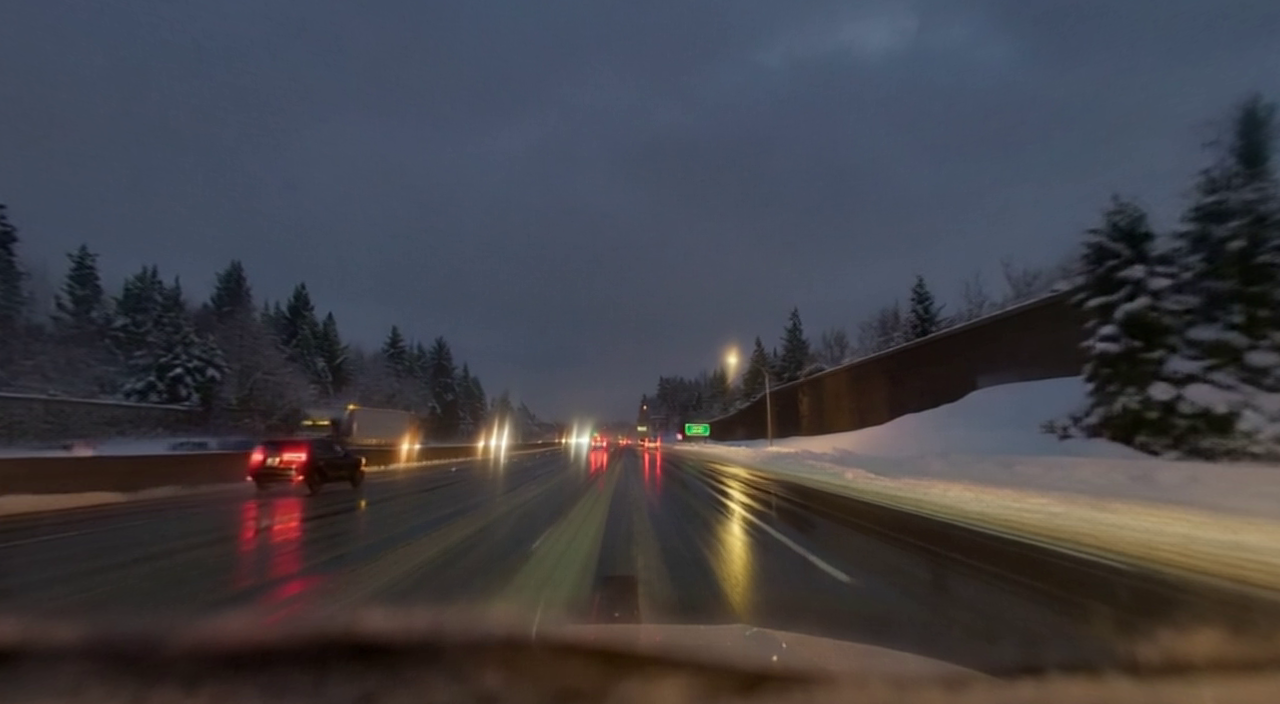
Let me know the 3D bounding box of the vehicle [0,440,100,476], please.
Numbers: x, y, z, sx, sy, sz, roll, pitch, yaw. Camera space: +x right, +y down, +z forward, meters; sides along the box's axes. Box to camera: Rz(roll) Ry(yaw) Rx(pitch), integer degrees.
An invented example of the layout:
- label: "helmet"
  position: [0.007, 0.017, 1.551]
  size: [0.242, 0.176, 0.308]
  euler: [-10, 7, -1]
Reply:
- label: "vehicle"
  position: [-29.155, 5.148, 30.840]
  size: [1.848, 1.620, 4.235]
  euler: [0, -9, -1]

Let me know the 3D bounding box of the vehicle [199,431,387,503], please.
- label: "vehicle"
  position: [-8.240, 2.769, 15.623]
  size: [2.060, 1.507, 4.494]
  euler: [0, -9, 0]
